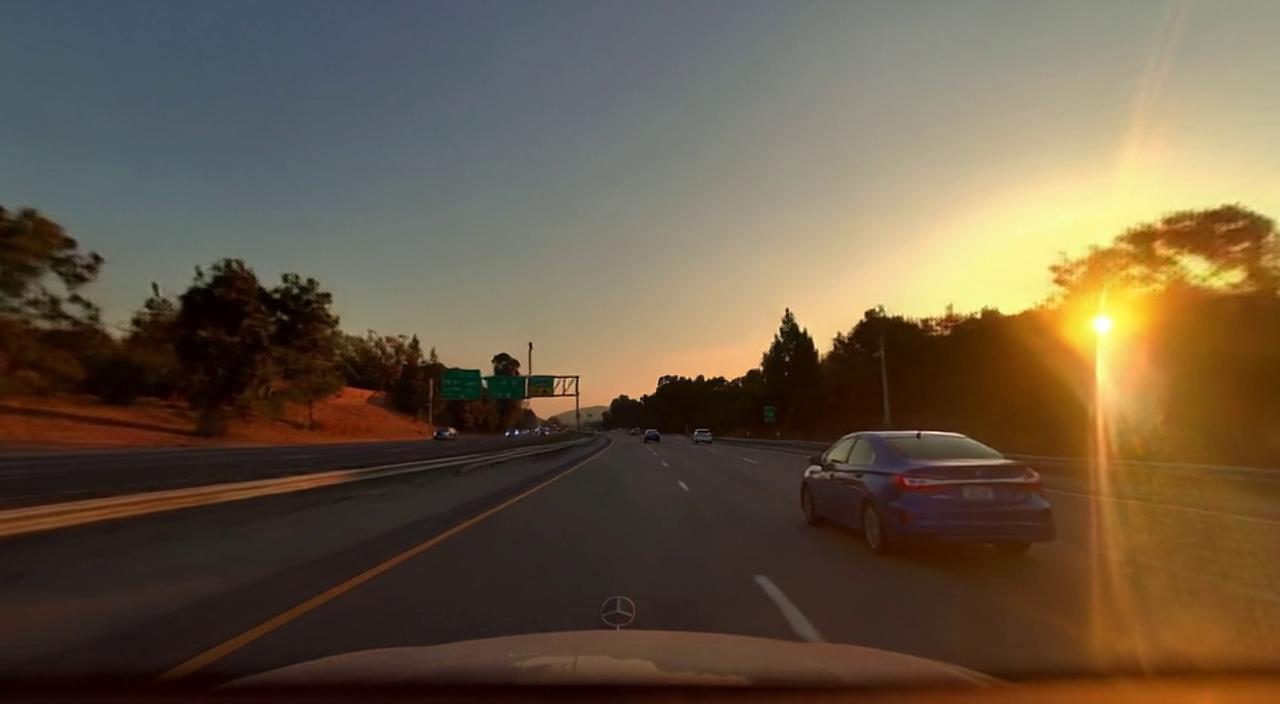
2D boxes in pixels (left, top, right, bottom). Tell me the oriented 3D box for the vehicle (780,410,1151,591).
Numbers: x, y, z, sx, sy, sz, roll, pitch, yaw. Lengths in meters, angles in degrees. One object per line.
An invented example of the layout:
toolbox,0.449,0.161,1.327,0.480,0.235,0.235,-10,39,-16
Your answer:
vehicle,3.099,1.486,7.240,1.977,1.443,4.225,0,-8,-1
